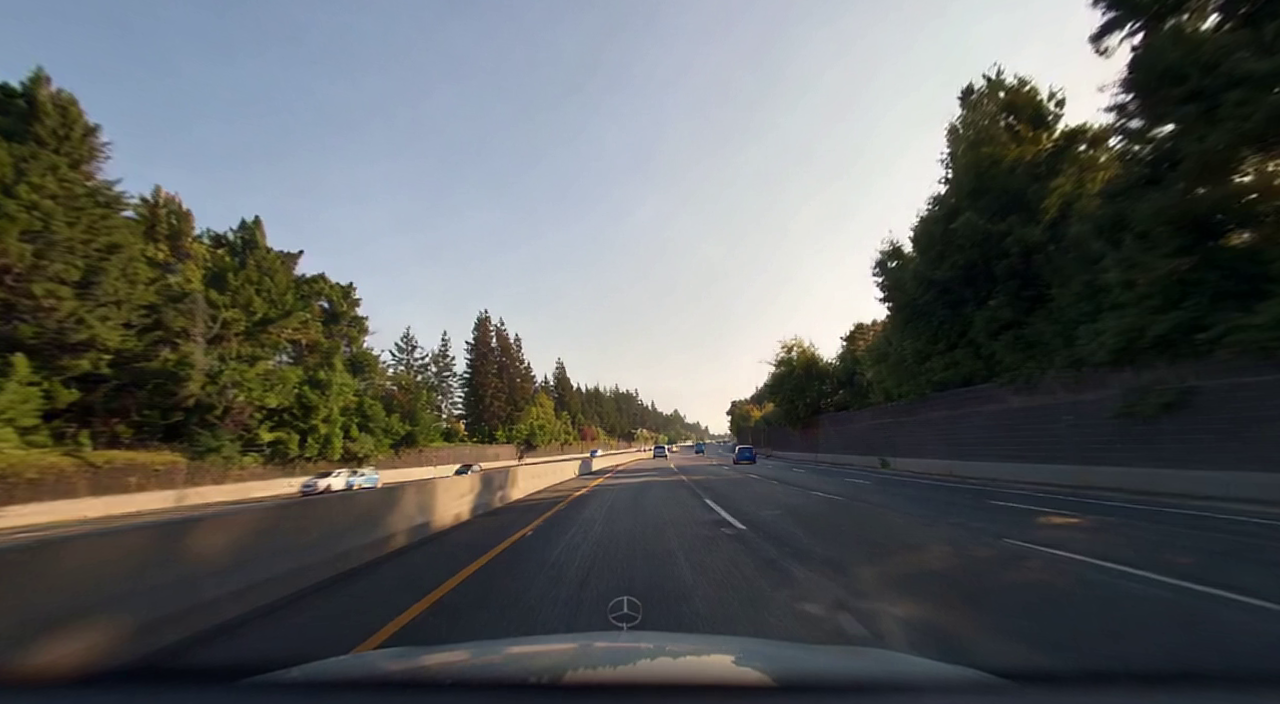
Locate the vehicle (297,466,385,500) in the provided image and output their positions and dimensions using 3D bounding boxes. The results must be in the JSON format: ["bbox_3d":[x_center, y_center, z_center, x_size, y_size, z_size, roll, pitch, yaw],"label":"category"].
[{"bbox_3d":[-15.120,6.637,32.212,2.080,1.464,4.772,-1,-9,2],"label":"vehicle"}]
